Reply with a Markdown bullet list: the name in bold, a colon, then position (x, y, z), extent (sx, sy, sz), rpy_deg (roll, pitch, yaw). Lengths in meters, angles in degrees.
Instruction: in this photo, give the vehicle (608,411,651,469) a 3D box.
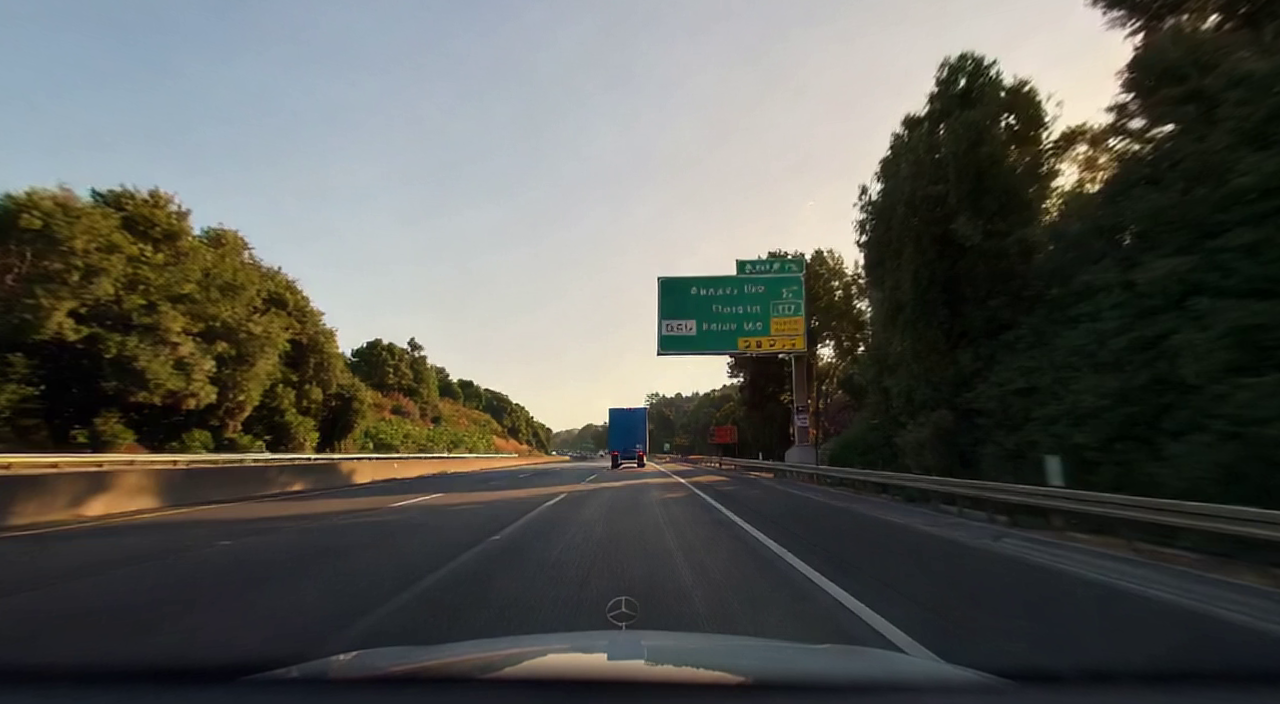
- **vehicle**: position (-0.767, 6.940, 48.979), extent (2.982, 3.947, 11.075), rpy_deg (0, -9, 0)
